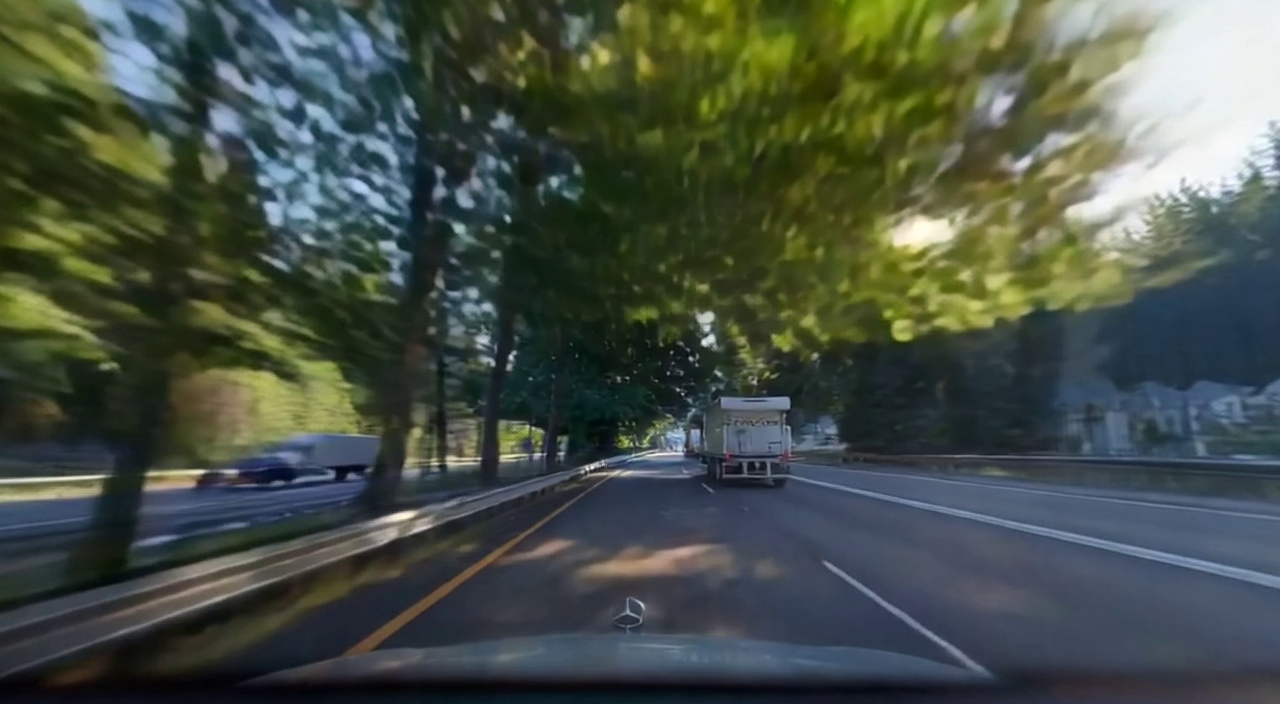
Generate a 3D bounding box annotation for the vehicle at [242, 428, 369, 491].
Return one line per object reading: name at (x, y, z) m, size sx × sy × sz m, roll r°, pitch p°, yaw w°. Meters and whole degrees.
vehicle at (-15.785, 5.132, 30.357) m, size 2.638 × 2.718 × 6.116 m, roll 0°, pitch -9°, yaw 1°

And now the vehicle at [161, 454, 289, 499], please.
vehicle at (-15.886, 4.752, 24.426) m, size 2.151 × 1.554 × 4.028 m, roll 0°, pitch -9°, yaw 1°

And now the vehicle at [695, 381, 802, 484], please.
vehicle at (4.825, 4.216, 31.521) m, size 2.859 × 3.984 × 14.045 m, roll 0°, pitch -9°, yaw 0°
